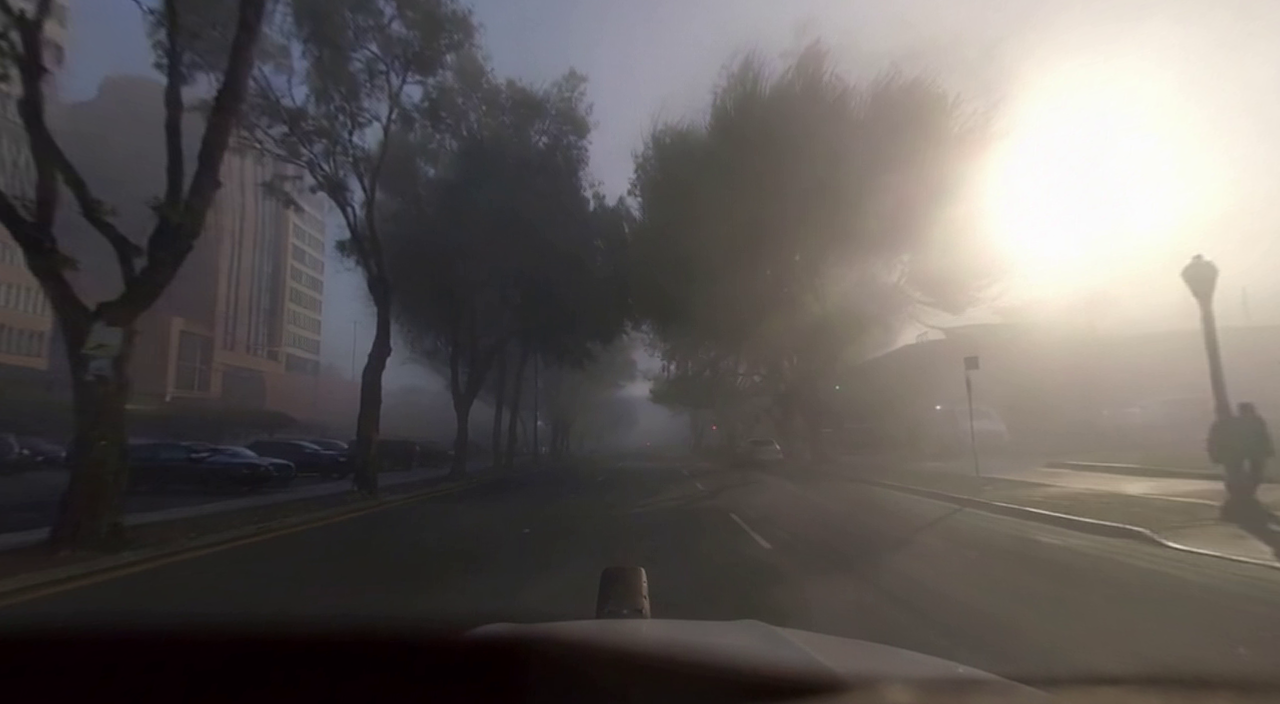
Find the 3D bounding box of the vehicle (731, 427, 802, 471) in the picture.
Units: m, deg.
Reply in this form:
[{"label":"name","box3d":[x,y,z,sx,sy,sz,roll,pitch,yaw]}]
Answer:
[{"label":"vehicle","box3d":[6.153,4.789,31.352,2.338,1.942,5.267,0,-8,-1]}]

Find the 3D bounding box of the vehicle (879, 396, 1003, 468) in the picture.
[{"label":"vehicle","box3d":[13.273,3.646,28.404,2.935,2.889,5.499,-1,-8,2]}]

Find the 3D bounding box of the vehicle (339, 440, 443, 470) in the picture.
[{"label":"vehicle","box3d":[-13.599,5.647,34.659,4.765,1.517,2.182,0,-9,0]}]

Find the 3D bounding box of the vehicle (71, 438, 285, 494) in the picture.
[{"label":"vehicle","box3d":[-14.475,3.595,20.085,4.954,1.614,2.227,0,-9,-4]}]
